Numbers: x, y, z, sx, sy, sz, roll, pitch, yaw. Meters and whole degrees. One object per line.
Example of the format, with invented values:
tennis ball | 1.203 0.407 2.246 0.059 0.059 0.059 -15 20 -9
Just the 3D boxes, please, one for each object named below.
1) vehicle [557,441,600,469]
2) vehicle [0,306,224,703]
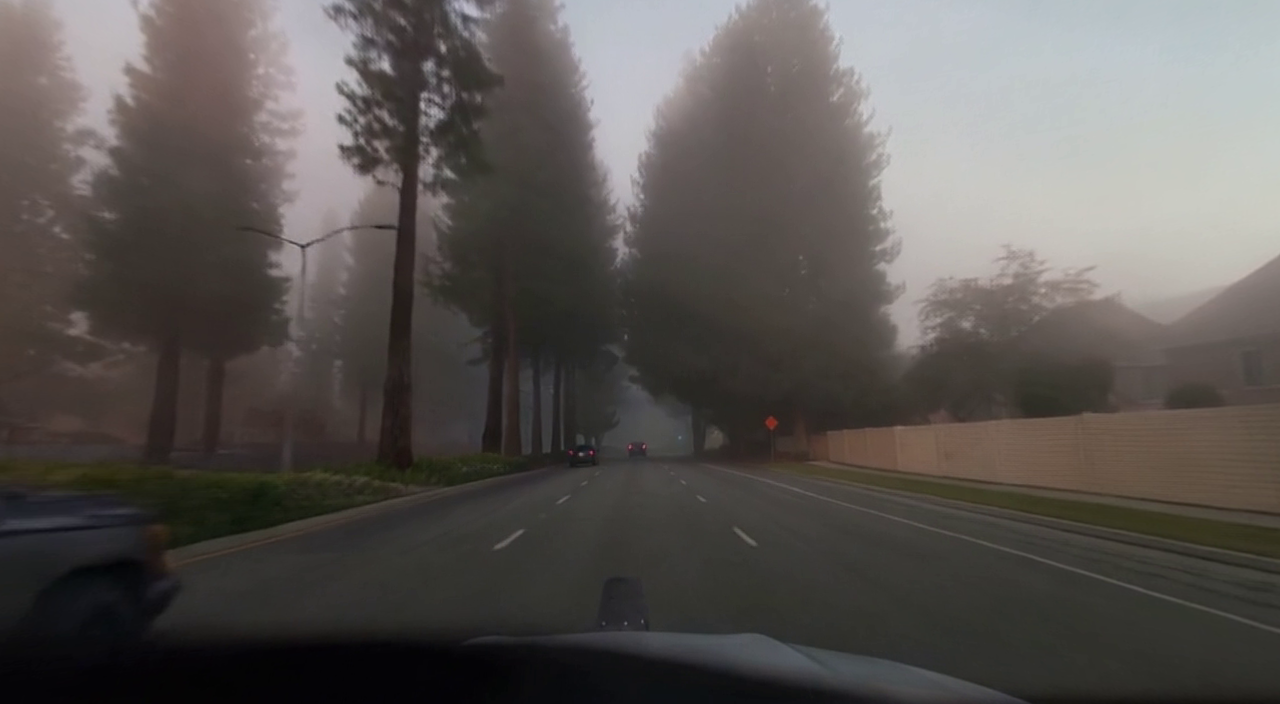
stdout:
vehicle | -3.500 5.987 36.821 2.021 1.466 4.330 0 -9 1
vehicle | -3.139 0.491 0.748 2.058 1.671 4.704 0 -8 0
